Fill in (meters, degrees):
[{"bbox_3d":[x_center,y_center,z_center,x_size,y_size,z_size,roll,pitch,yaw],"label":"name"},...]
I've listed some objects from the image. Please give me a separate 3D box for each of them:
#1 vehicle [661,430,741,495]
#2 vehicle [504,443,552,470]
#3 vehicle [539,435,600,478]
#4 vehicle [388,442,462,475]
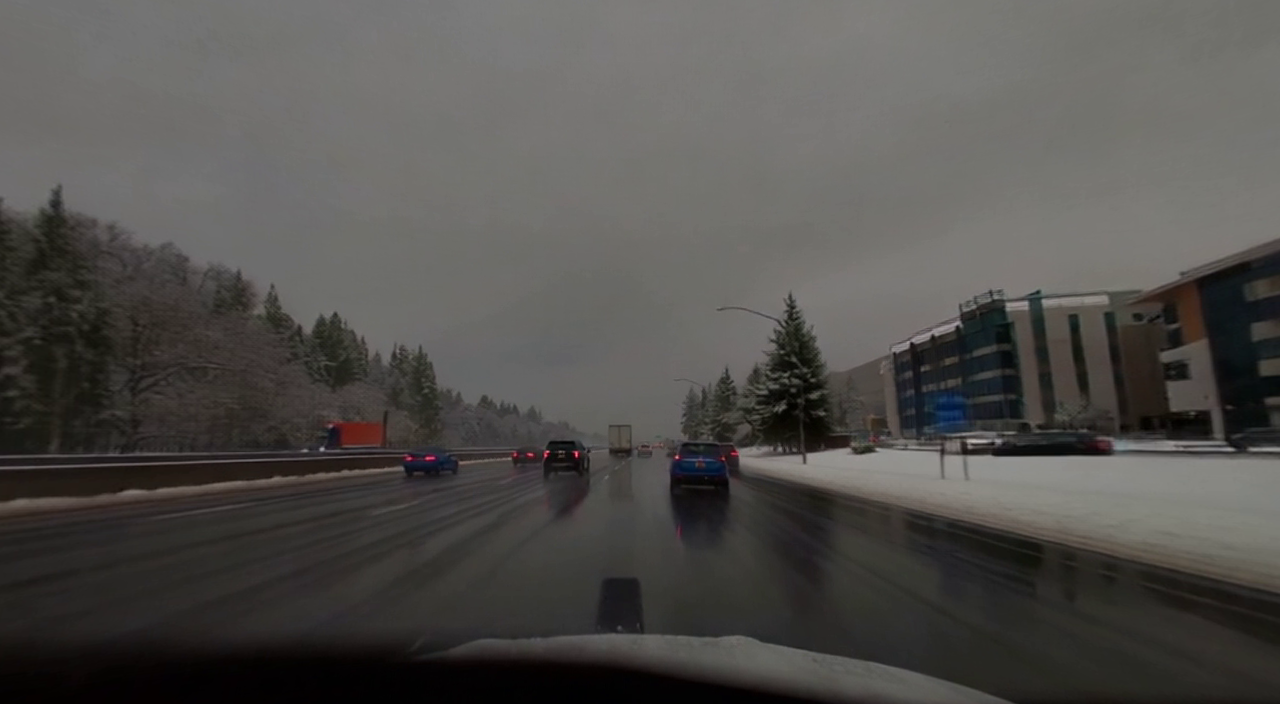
[{"bbox_3d":[1.739,3.347,19.400,2.101,1.742,4.495,0,-9,1],"label":"vehicle"},{"bbox_3d":[-6.925,6.502,39.371,2.057,1.496,4.661,0,-9,1],"label":"vehicle"},{"bbox_3d":[-3.040,4.652,28.137,2.111,1.742,4.315,0,-9,1],"label":"vehicle"},{"bbox_3d":[-10.708,5.333,31.730,2.006,1.509,4.634,0,-9,1],"label":"vehicle"}]
